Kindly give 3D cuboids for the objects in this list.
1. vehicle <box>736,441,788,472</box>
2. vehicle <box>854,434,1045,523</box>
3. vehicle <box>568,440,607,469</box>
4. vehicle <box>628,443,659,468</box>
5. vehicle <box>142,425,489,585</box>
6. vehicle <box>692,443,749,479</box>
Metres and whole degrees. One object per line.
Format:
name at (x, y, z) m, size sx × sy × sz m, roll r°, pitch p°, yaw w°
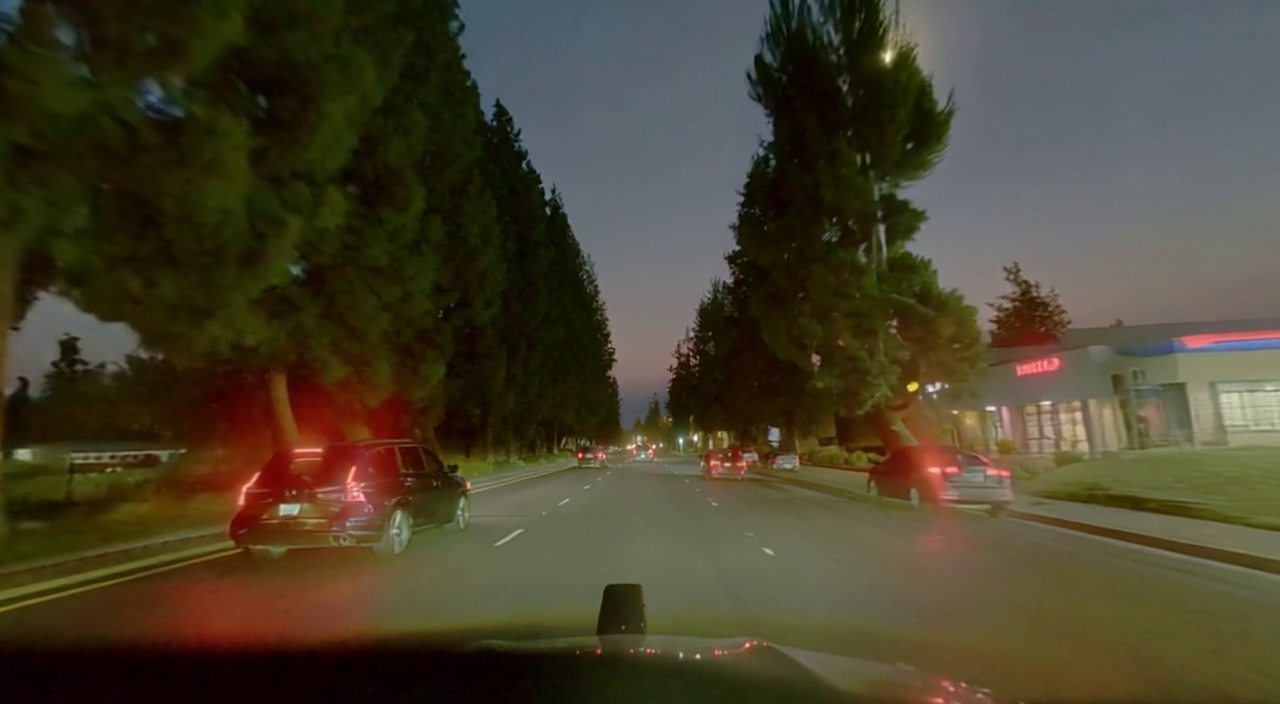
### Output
vehicle at (6.819, 5.908, 35.798) m, size 1.988 × 1.659 × 4.508 m, roll 0°, pitch -9°, yaw -1°
vehicle at (6.374, 2.626, 13.667) m, size 1.983 × 1.599 × 4.243 m, roll 0°, pitch -9°, yaw 0°
vehicle at (-3.364, 6.653, 41.014) m, size 2.051 × 1.747 × 4.370 m, roll 0°, pitch -8°, yaw 1°
vehicle at (0.243, 6.687, 40.903) m, size 1.922 × 1.579 × 3.642 m, roll 0°, pitch -8°, yaw 0°
vehicle at (-3.785, 1.869, 8.757) m, size 1.988 × 1.530 × 5.155 m, roll 0°, pitch -8°, yaw 1°
vehicle at (3.533, 4.865, 28.544) m, size 2.010 × 1.486 × 4.498 m, roll 0°, pitch -8°, yaw 0°
